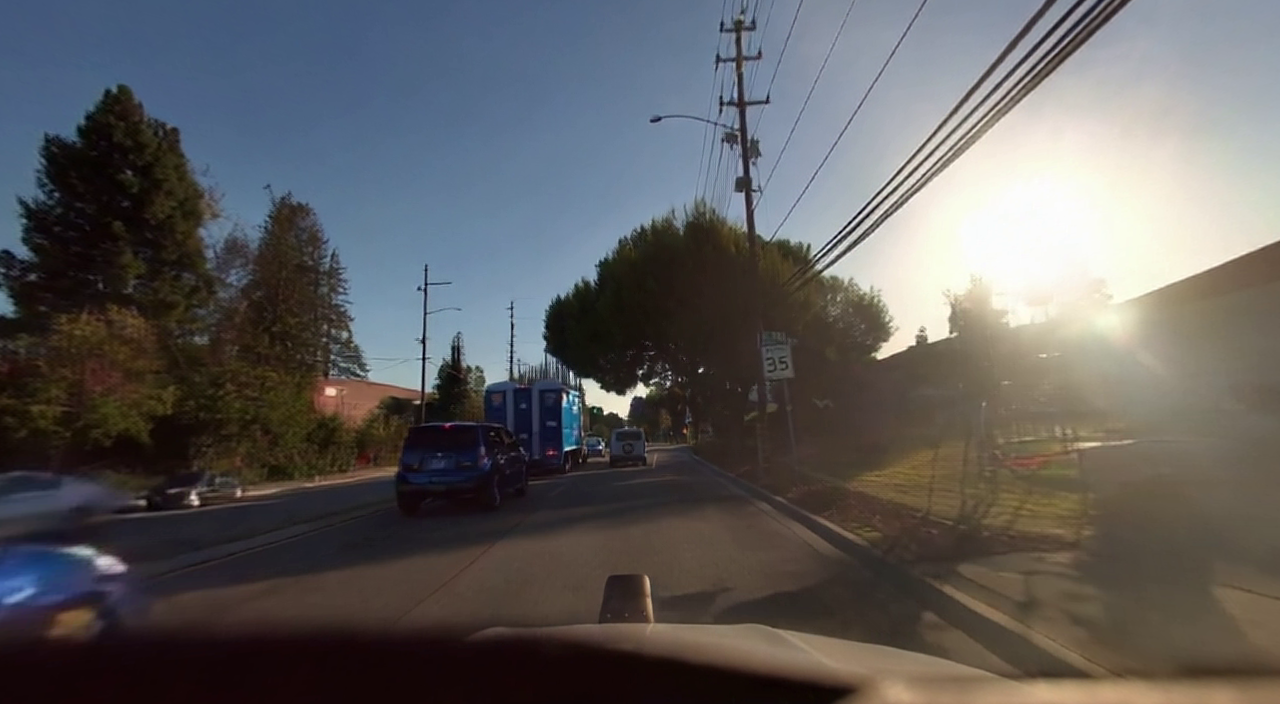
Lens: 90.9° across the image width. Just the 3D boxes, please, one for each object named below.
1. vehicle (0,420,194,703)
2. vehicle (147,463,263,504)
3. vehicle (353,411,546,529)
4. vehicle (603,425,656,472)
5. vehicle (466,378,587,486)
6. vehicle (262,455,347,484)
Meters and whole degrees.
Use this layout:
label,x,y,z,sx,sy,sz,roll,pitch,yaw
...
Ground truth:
label,x,y,z,sx,sy,sz,roll,pitch,yaw
vehicle,-3.460,0.832,1.186,1.966,1.466,4.473,0,-8,0
vehicle,-18.605,5.612,27.216,1.837,1.485,4.231,-1,-8,2
vehicle,-3.358,2.199,12.343,2.187,1.821,4.748,-1,-8,1
vehicle,-0.466,4.187,27.552,2.117,1.861,4.095,0,-8,-1
vehicle,-3.895,3.064,23.837,3.120,3.393,7.945,0,-8,0
vehicle,-22.693,7.928,42.733,1.833,1.755,4.668,-8,-11,41
